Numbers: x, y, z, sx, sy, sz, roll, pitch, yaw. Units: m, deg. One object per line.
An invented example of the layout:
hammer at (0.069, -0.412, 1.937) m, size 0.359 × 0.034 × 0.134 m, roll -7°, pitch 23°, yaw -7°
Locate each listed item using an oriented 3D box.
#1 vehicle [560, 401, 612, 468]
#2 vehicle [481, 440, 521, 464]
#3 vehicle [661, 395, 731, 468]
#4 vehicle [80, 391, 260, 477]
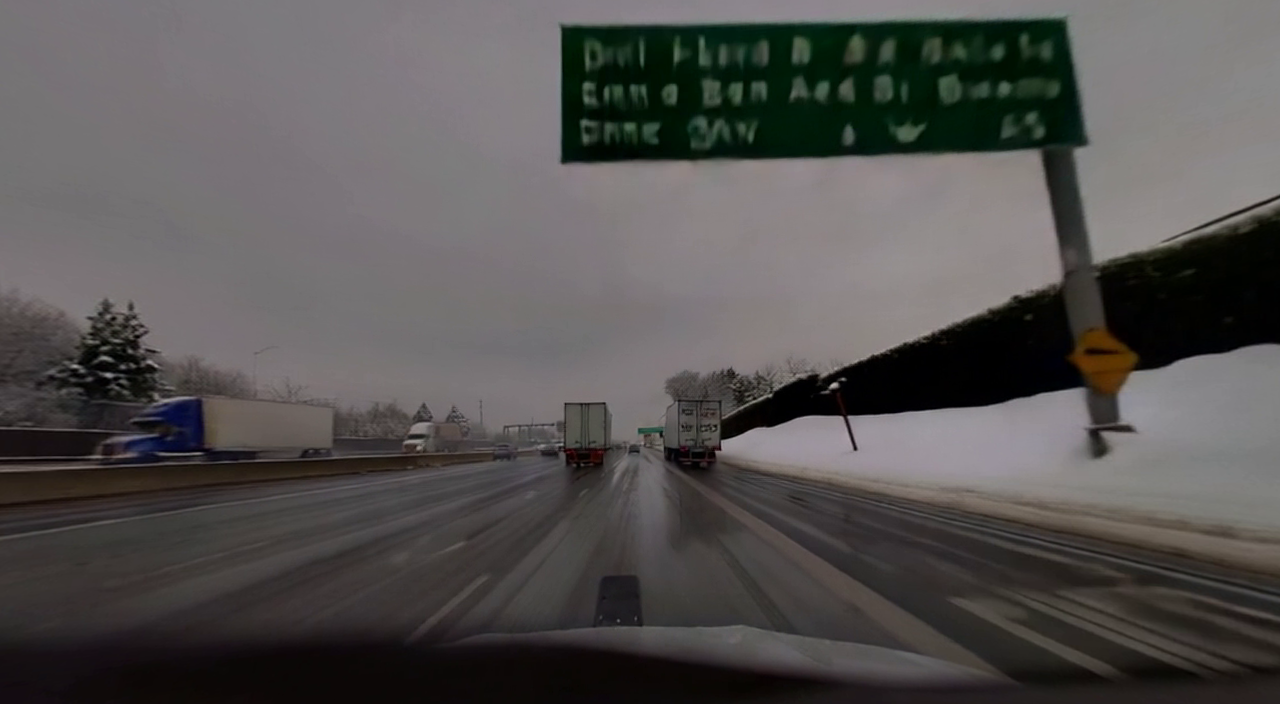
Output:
vehicle at (-3.635, 5.957, 45.947) m, size 2.848 × 4.098 × 13.421 m, roll 1°, pitch -7°, yaw -1°
vehicle at (-10.292, 7.457, 47.245) m, size 2.132 × 1.679 × 4.045 m, roll 0°, pitch -8°, yaw -1°
vehicle at (3.324, 5.435, 43.024) m, size 2.908 × 3.898 × 17.275 m, roll 2°, pitch -8°, yaw -1°
vehicle at (-23.293, 4.213, 32.129) m, size 3.052 × 3.783 × 7.778 m, roll 0°, pitch -8°, yaw 0°
